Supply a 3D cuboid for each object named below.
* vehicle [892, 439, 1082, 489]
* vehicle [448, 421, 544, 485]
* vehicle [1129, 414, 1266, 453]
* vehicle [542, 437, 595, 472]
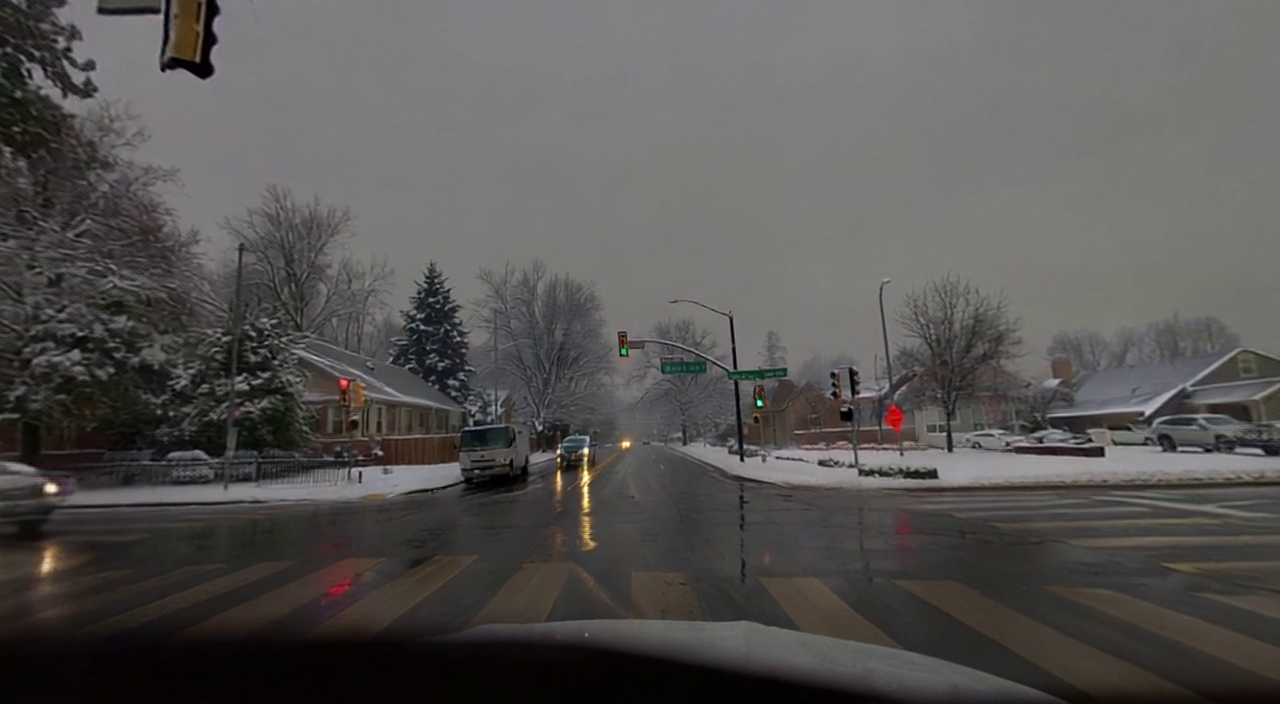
[{"bbox_3d":[11.235,3.642,20.830,5.158,1.470,2.012,-5,-10,27],"label":"vehicle"},{"bbox_3d":[-6.468,4.689,29.609,2.896,2.560,7.322,0,-8,-1],"label":"vehicle"},{"bbox_3d":[33.295,4.924,37.887,5.969,2.225,2.458,0,-9,-4],"label":"vehicle"},{"bbox_3d":[-3.665,5.369,33.328,2.302,1.708,4.764,0,-8,0],"label":"vehicle"}]
